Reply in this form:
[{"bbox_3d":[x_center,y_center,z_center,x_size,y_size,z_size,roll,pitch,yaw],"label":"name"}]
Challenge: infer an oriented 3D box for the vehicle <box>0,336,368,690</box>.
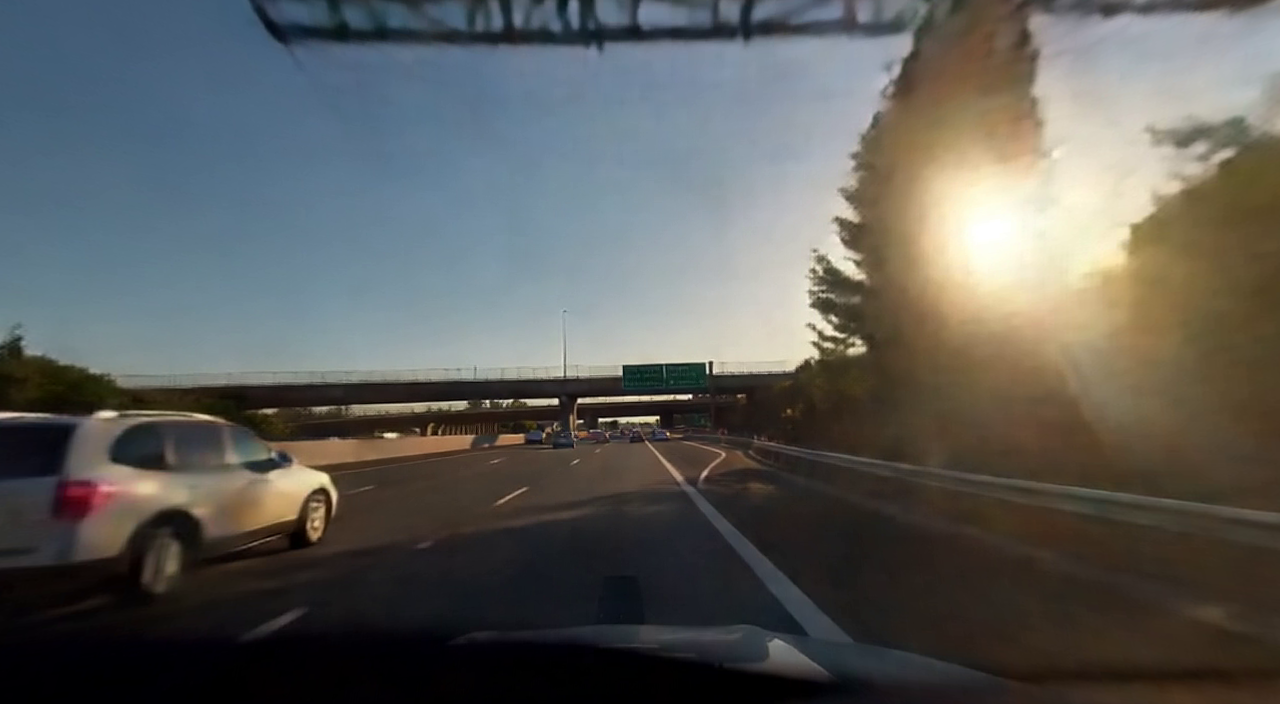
[{"bbox_3d":[-4.266,1.047,4.947,2.153,1.730,4.772,0,-8,-1],"label":"vehicle"}]
